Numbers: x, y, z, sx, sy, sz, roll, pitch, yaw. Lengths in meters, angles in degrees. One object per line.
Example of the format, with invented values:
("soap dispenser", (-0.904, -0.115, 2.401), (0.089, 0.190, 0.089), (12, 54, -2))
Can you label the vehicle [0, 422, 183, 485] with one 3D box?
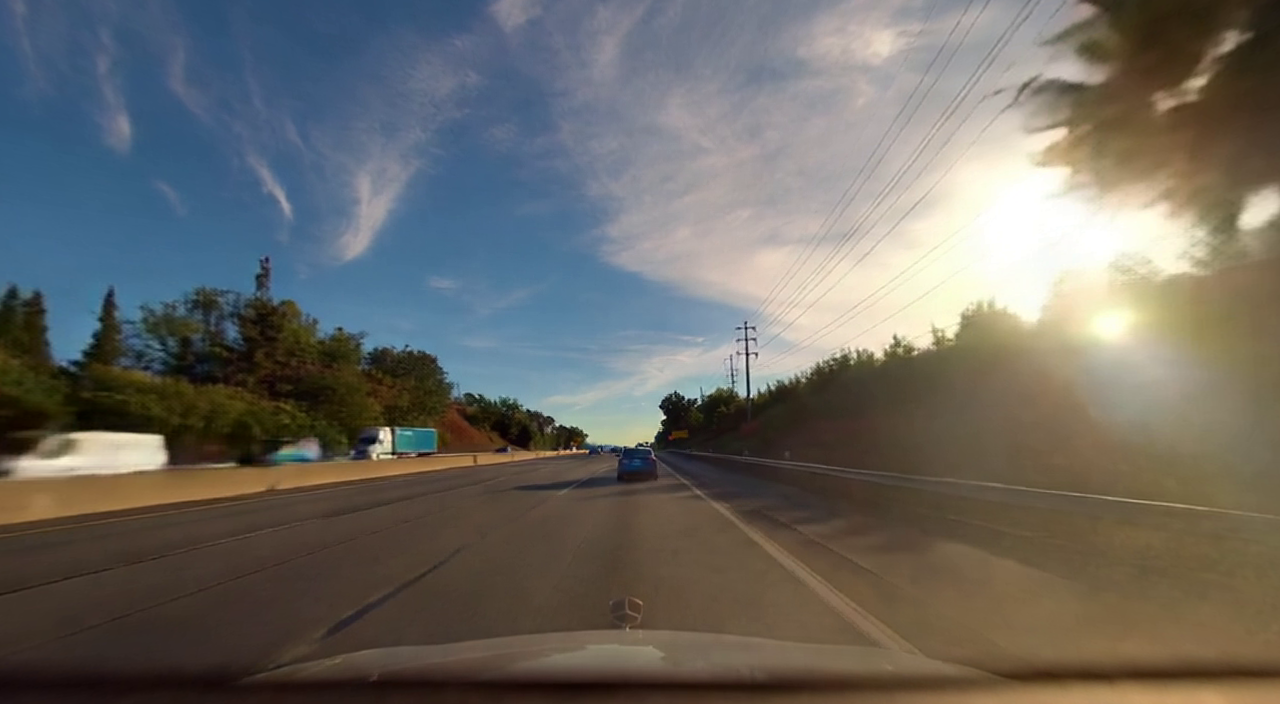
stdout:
("vehicle", (-20.549, 3.284, 20.540), (2.783, 1.863, 11.406), (0, -8, 1))

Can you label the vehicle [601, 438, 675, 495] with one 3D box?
("vehicle", (-0.092, 3.395, 18.993), (1.966, 1.499, 4.298), (0, -9, -1))

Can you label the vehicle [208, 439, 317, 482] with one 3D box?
("vehicle", (-16.403, 4.735, 27.700), (2.188, 1.702, 4.112), (0, -9, 0))
